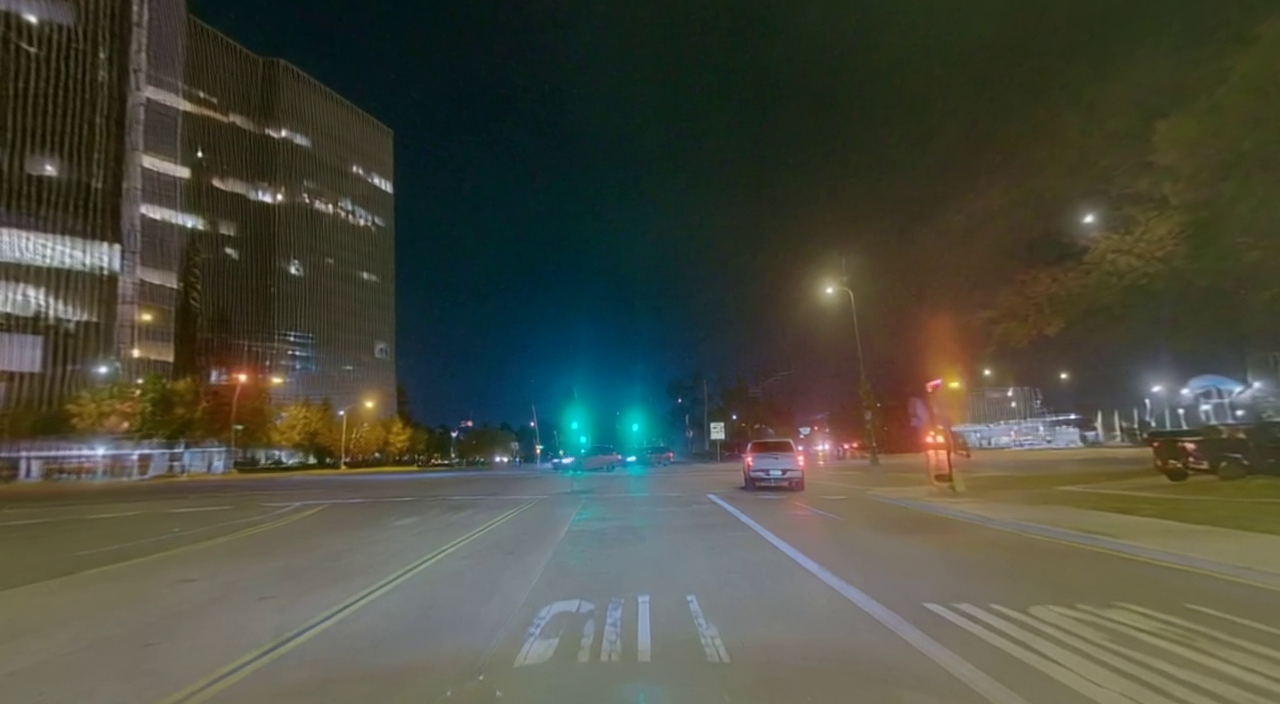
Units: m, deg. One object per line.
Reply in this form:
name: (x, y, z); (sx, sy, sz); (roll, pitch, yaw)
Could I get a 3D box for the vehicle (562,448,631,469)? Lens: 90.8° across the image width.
vehicle: (-3.136, 7.689, 45.844); (4.633, 1.467, 1.842); (-2, -9, 12)

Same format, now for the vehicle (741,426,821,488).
vehicle: (4.933, 3.715, 22.733); (2.402, 1.922, 5.677); (-1, -9, 10)

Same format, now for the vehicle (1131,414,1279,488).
vehicle: (17.720, 2.815, 18.417); (4.765, 1.678, 2.228); (-5, -4, 7)
